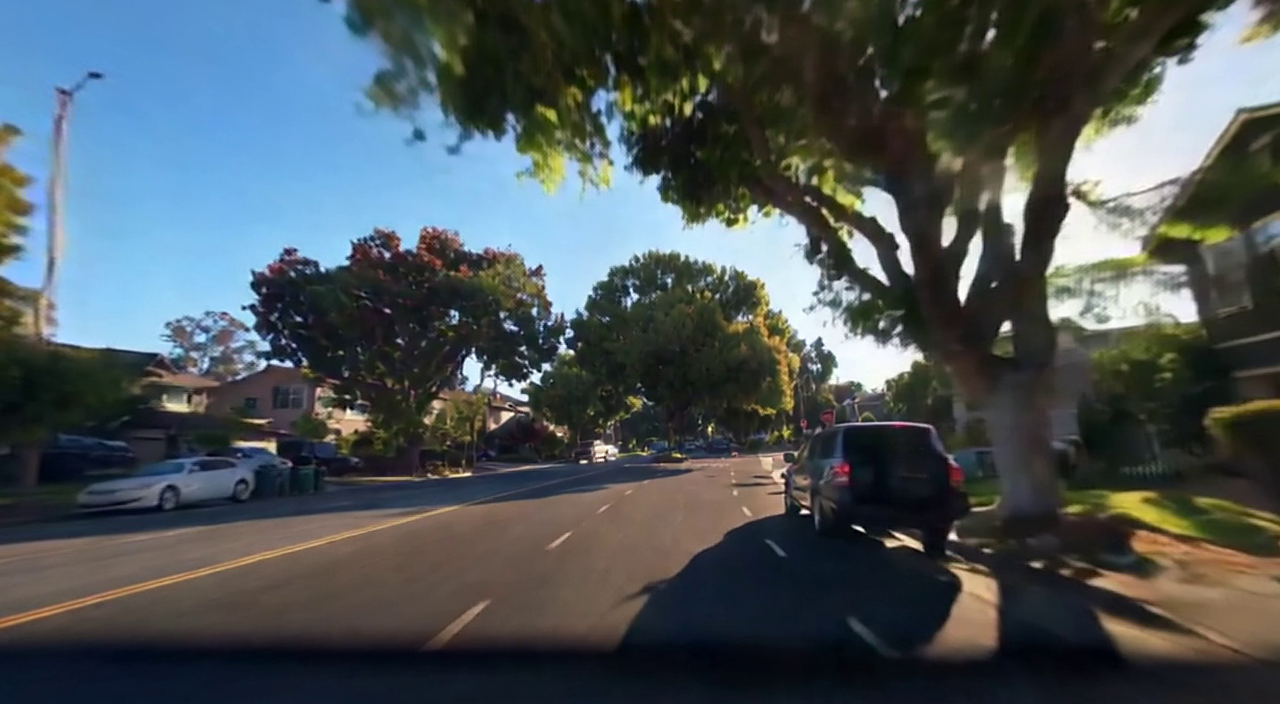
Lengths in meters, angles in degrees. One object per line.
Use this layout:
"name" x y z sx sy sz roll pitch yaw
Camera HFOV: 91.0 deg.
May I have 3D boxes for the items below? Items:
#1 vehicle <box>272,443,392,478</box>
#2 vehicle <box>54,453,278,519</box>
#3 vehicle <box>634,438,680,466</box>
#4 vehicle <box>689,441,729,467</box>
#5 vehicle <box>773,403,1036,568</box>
"vehicle" -16.218 5.722 33.354 5.177 1.779 2.199 0 -8 3
"vehicle" -12.842 3.643 17.633 2.118 1.496 5.030 -3 -10 5
"vehicle" 1.188 6.397 40.555 2.178 1.695 4.339 -2 -9 12
"vehicle" 4.287 6.201 38.466 1.955 1.459 4.383 -2 -9 12
"vehicle" 3.914 2.092 10.844 2.516 2.019 5.790 -1 -8 6
